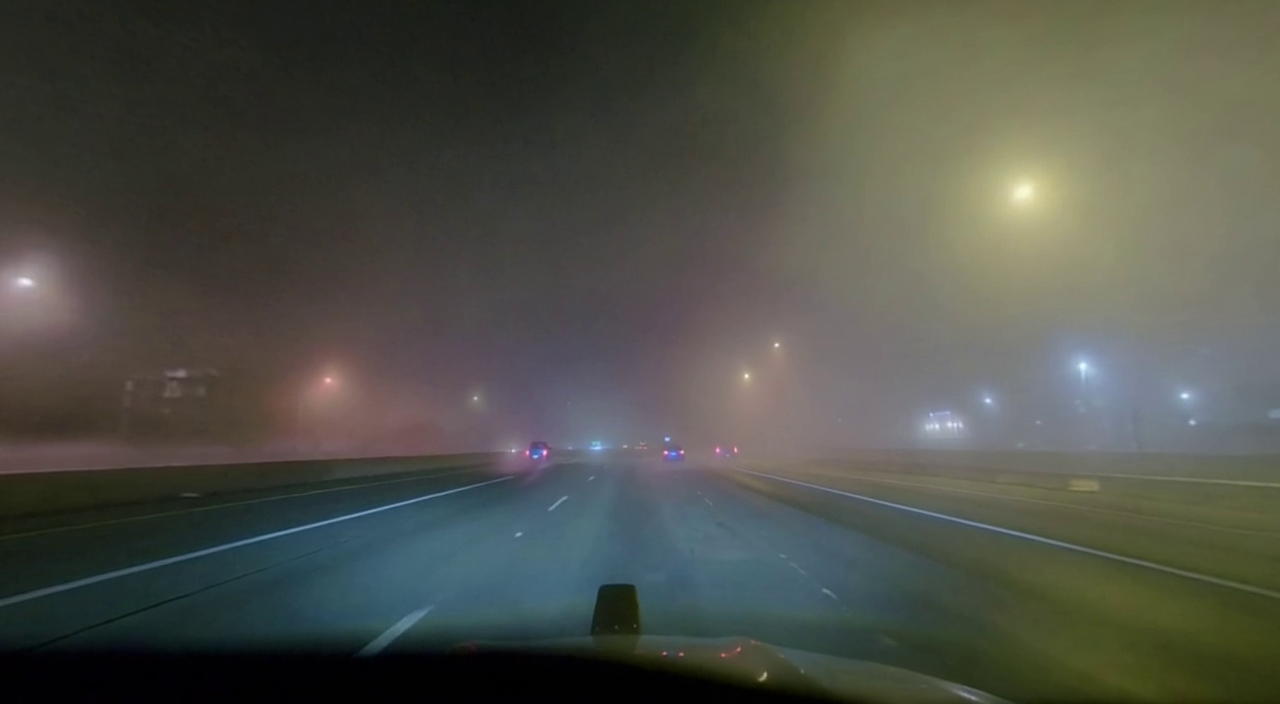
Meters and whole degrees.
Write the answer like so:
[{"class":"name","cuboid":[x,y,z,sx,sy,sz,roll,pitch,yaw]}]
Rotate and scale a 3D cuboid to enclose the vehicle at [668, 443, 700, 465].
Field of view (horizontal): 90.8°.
[{"class":"vehicle","cuboid":[3.133,7.375,45.928,2.000,1.533,3.770,0,-8,-1]}]
